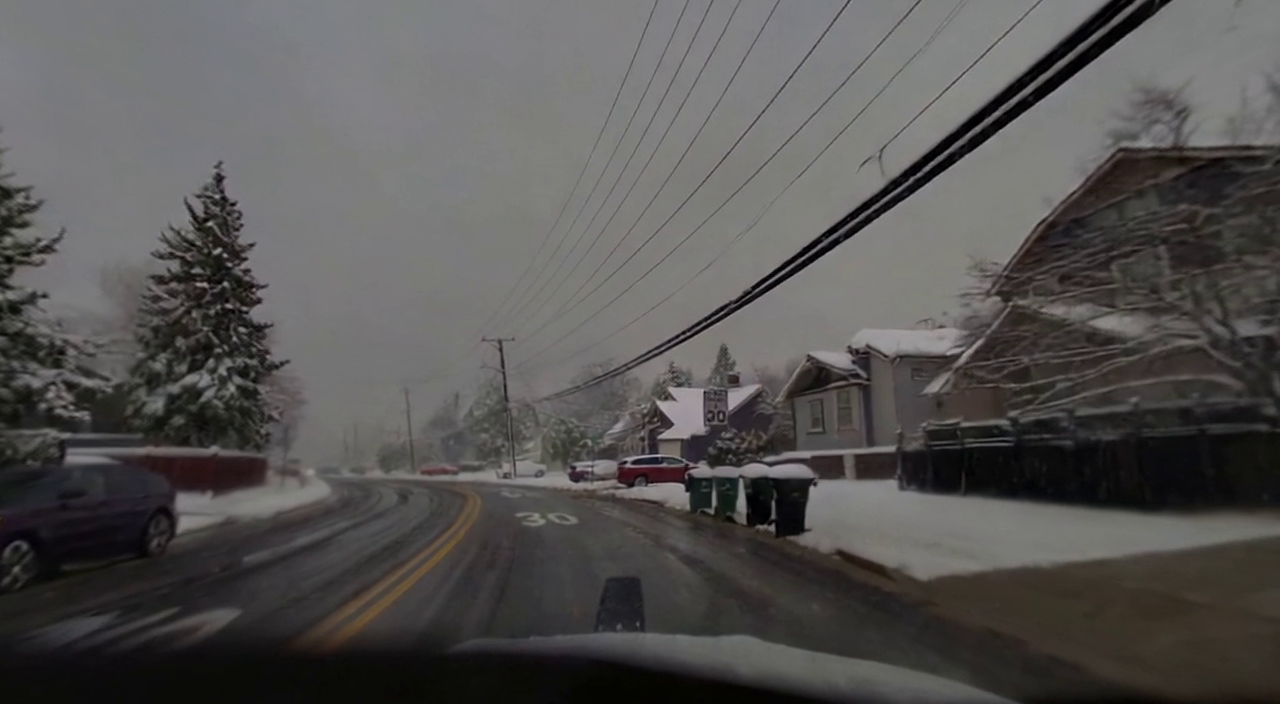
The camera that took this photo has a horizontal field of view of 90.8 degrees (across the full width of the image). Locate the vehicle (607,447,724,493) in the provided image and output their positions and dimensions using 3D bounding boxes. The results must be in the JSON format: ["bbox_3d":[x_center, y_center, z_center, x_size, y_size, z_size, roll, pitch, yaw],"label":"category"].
[{"bbox_3d":[1.244,5.823,31.182,5.229,1.790,2.153,-1,-11,-19],"label":"vehicle"}]

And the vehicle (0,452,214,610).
[{"bbox_3d":[-7.628,2.051,7.842,1.994,1.515,4.385,1,-8,-7],"label":"vehicle"}]
